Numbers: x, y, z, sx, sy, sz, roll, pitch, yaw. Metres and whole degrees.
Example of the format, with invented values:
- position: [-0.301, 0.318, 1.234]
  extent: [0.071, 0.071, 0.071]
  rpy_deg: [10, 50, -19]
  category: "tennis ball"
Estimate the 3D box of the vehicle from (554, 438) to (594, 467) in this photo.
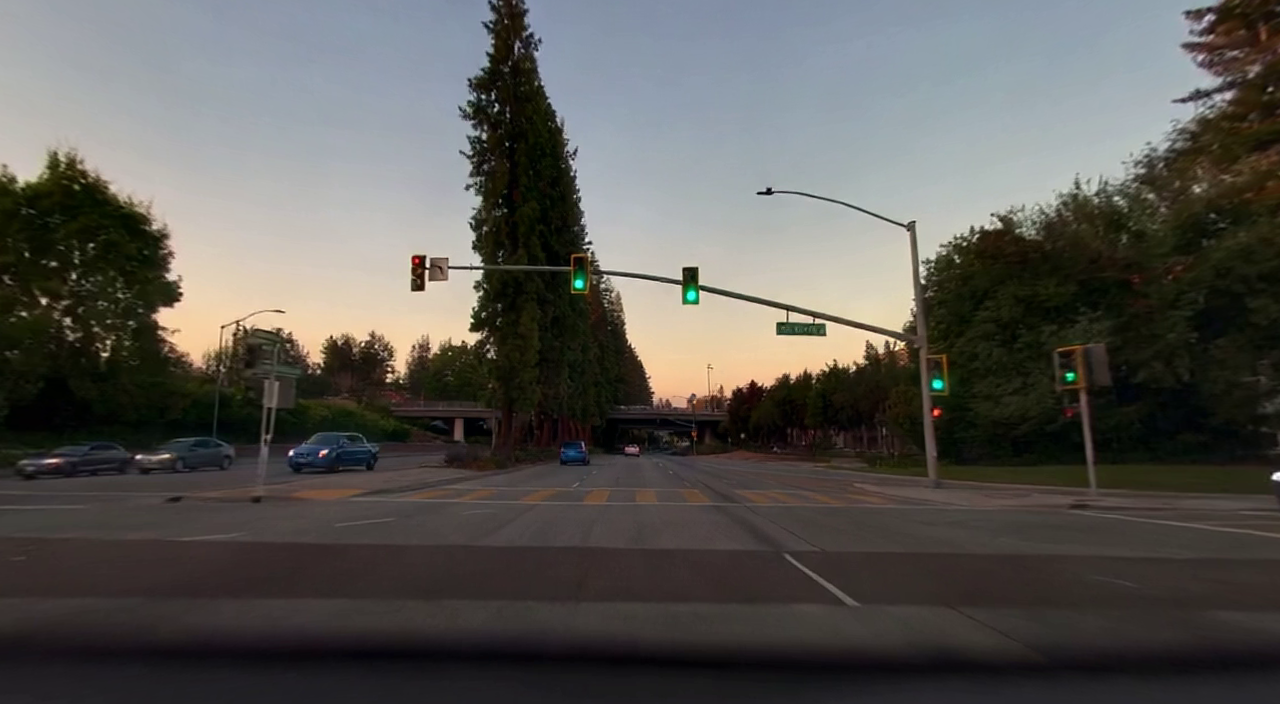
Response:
- position: [-4.044, 6.256, 39.476]
  extent: [2.042, 1.686, 4.372]
  rpy_deg: [0, -9, 0]
  category: "vehicle"

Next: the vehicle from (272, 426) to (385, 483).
- position: [-12.786, 4.224, 26.410]
  extent: [2.268, 2.038, 5.024]
  rpy_deg: [-2, -8, -1]
  category: "vehicle"

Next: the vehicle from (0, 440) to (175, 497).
- position: [-16.227, 3.395, 18.810]
  extent: [1.798, 1.504, 3.803]
  rpy_deg: [0, -9, 0]
  category: "vehicle"
